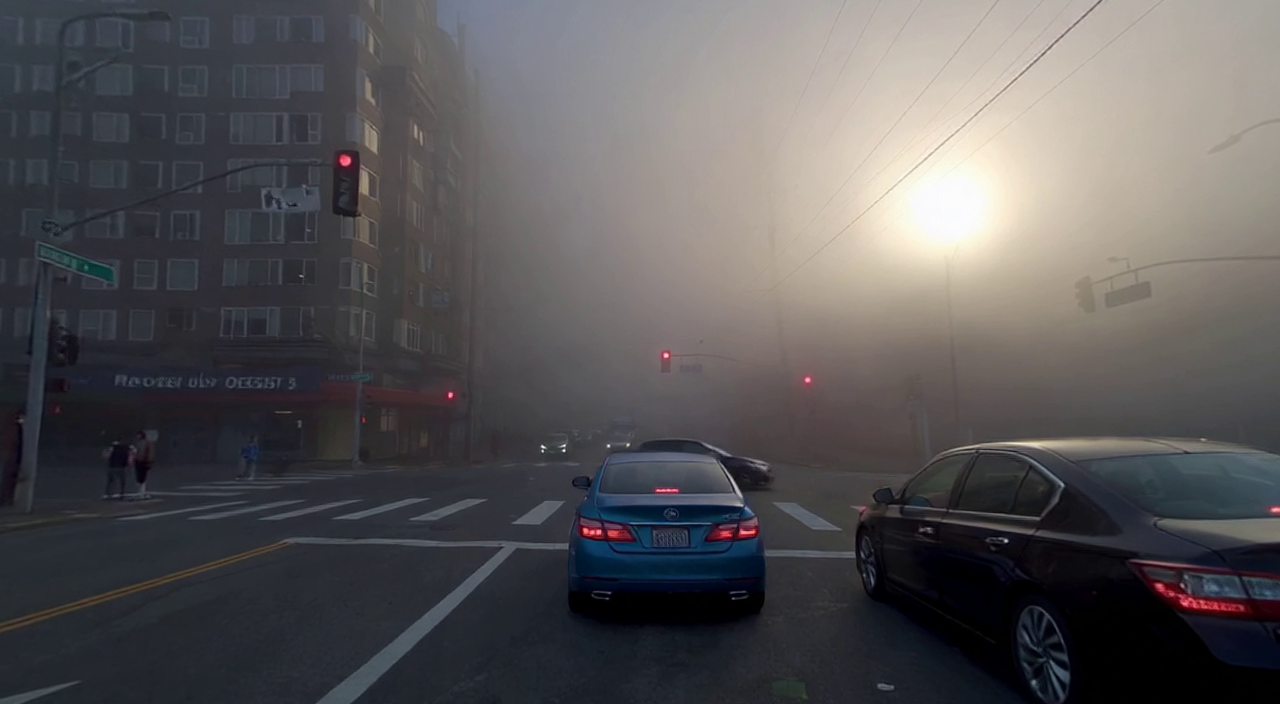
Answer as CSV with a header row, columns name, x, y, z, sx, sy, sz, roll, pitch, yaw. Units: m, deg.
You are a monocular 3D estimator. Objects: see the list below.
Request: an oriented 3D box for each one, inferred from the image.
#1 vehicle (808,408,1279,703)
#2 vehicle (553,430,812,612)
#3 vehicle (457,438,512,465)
name,x,y,z,sx,sy,sz,roll,pitch,yaw
vehicle,2.806,1.284,4.553,1.961,1.498,4.356,0,-8,0
vehicle,0.273,1.693,7.285,2.132,1.464,4.089,0,-8,-2
vehicle,-9.849,6.340,40.261,2.030,1.596,3.912,-1,-9,8
